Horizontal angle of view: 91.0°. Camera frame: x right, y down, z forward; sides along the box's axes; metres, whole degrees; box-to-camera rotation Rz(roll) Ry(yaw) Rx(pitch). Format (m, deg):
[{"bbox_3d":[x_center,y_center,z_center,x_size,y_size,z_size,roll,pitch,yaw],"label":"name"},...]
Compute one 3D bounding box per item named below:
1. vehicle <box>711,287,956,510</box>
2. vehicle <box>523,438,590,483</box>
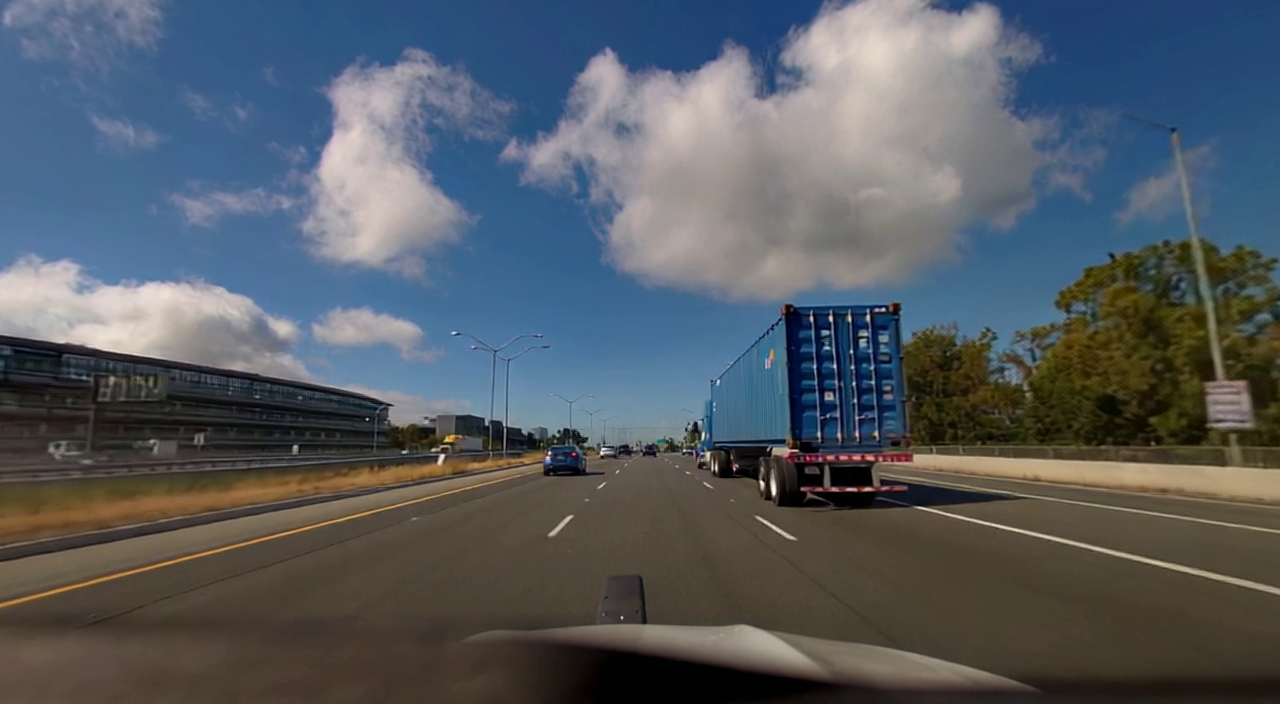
[{"bbox_3d":[4.199,1.793,18.094,2.893,3.992,13.605,-1,-8,1],"label":"vehicle"},{"bbox_3d":[-3.028,4.033,23.728,1.954,1.528,4.010,0,-8,0],"label":"vehicle"}]
